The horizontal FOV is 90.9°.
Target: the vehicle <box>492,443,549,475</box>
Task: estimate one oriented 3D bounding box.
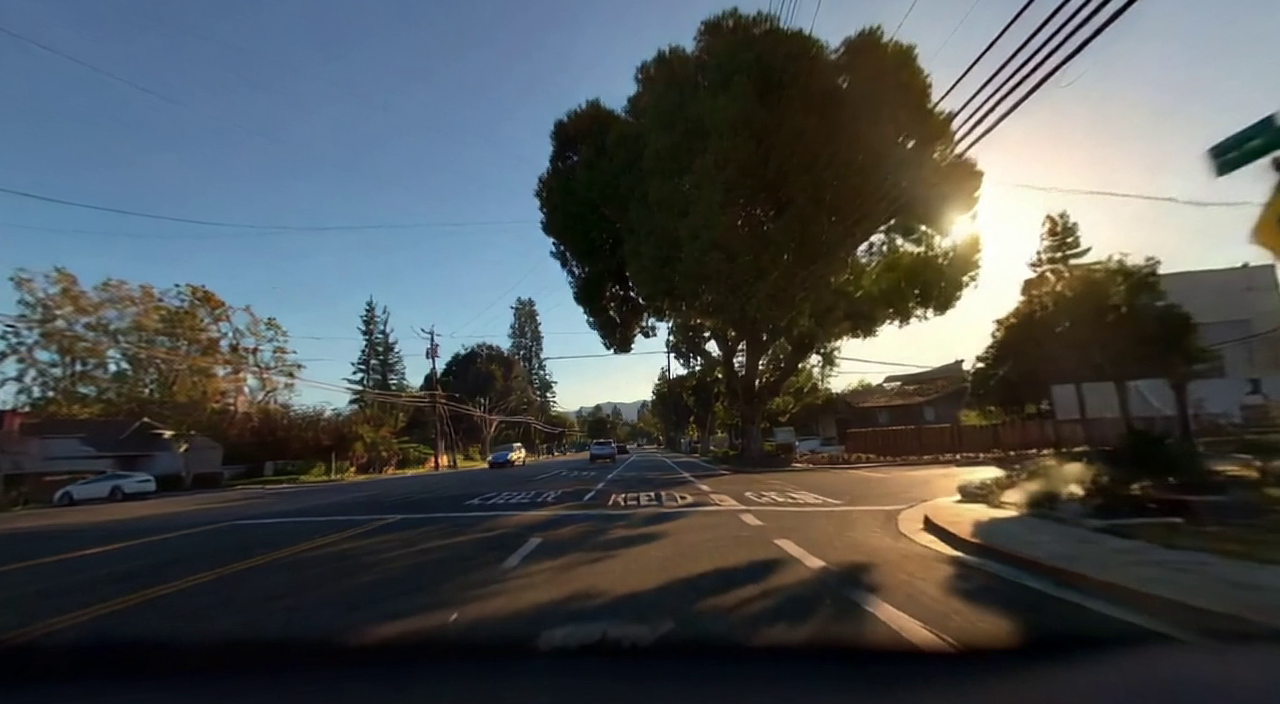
[{"bbox_3d":[-6.368,5.736,34.039,2.155,1.533,4.530,-2,-9,0],"label":"vehicle"}]

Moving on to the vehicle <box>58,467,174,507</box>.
[{"bbox_3d":[-27.401,7.048,33.231,1.938,1.725,4.846,0,-9,0],"label":"vehicle"}]

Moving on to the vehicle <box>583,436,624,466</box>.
[{"bbox_3d":[-2.333,6.501,41.523,2.327,1.861,4.941,0,-9,1],"label":"vehicle"}]
